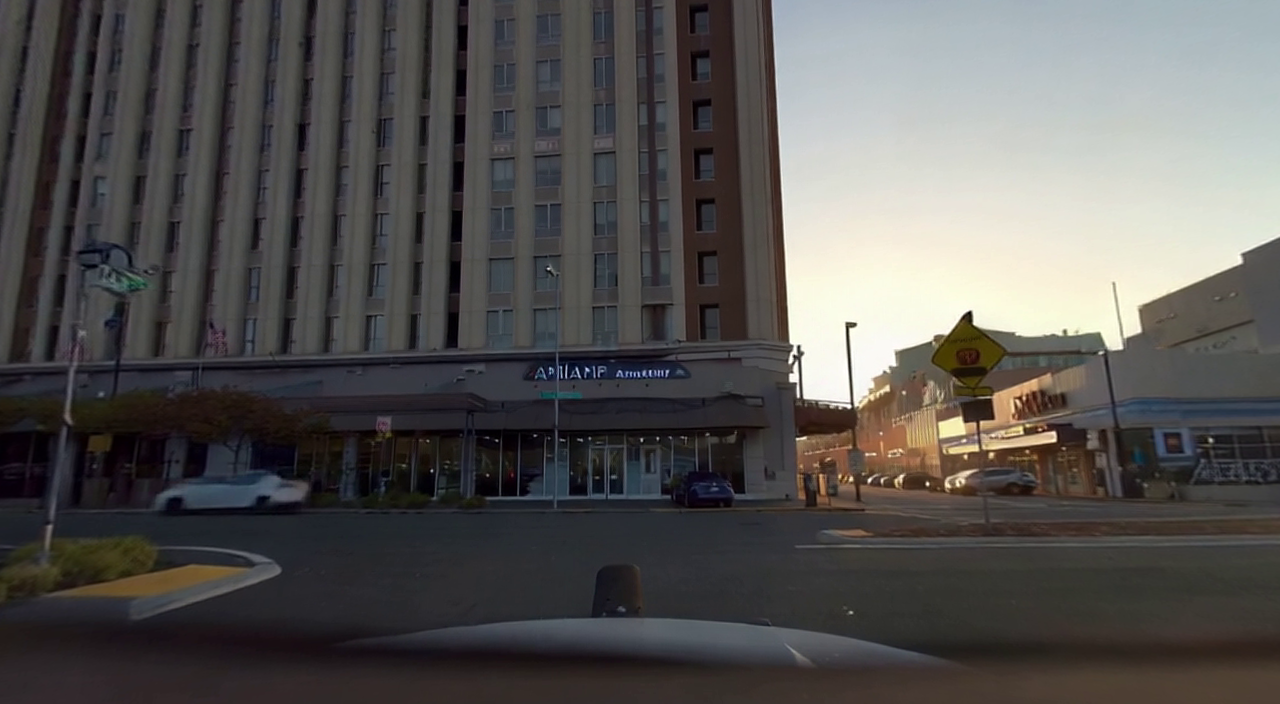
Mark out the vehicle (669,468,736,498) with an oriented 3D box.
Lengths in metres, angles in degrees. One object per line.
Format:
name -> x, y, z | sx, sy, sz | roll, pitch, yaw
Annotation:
vehicle -> 3.698, 7.916, 38.446 | 1.812, 1.468, 4.519 | 5, -10, -28

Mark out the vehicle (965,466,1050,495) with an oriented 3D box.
vehicle -> 25.856, 9.024, 44.553 | 4.838, 1.799, 1.914 | -7, -11, 39

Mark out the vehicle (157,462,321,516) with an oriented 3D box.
vehicle -> -13.006, 4.445, 20.714 | 4.073, 1.609, 1.813 | 1, -9, -4

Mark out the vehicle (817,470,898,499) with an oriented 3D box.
vehicle -> 13.077, 7.973, 38.255 | 1.791, 1.453, 4.593 | 5, -10, -29
